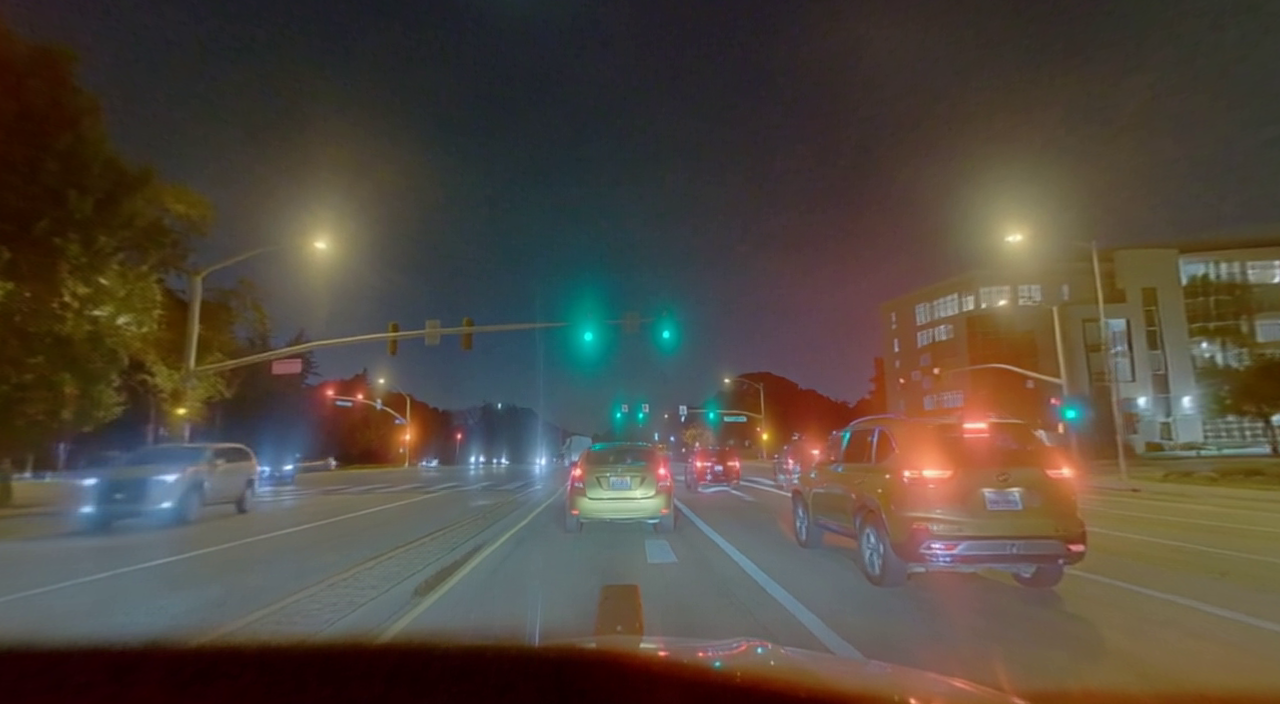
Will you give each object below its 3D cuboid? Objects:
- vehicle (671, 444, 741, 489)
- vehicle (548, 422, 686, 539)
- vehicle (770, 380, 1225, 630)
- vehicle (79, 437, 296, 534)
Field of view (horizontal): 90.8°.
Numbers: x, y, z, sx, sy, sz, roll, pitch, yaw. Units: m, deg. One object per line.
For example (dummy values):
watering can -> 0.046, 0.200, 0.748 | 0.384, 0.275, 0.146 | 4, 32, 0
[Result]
vehicle -> 2.312, 4.145, 23.265 | 1.900, 1.459, 4.260 | 0, -9, -3
vehicle -> -0.391, 2.208, 11.450 | 2.039, 1.698, 4.144 | 0, -9, -2
vehicle -> 3.072, 1.432, 6.859 | 2.228, 1.798, 4.370 | 0, -9, -2
vehicle -> -10.643, 3.106, 15.503 | 2.354, 1.949, 4.905 | 2, -9, -11
